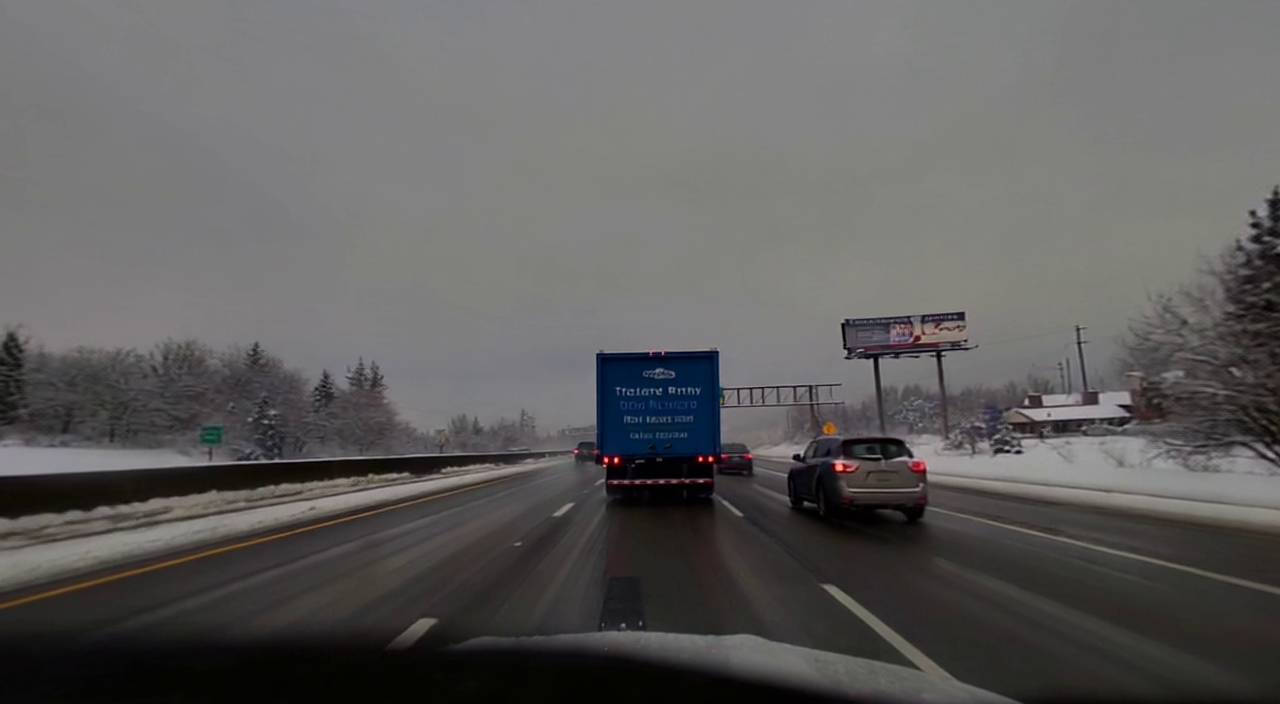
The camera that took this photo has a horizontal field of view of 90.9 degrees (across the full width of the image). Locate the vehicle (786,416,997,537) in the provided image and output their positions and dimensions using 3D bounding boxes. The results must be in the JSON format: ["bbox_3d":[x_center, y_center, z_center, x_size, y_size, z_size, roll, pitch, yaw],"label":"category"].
[{"bbox_3d":[4.124,2.104,11.274,1.986,1.718,4.296,0,-8,0],"label":"vehicle"}]

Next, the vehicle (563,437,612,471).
[{"bbox_3d":[-2.802,5.617,34.910,2.030,1.757,4.509,-1,-8,4],"label":"vehicle"}]

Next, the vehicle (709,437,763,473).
[{"bbox_3d":[4.817,5.250,32.299,2.066,1.692,4.339,0,-8,0],"label":"vehicle"}]

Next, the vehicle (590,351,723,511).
[{"bbox_3d":[0.397,2.239,17.449,2.733,3.296,8.571,0,-8,1],"label":"vehicle"}]
